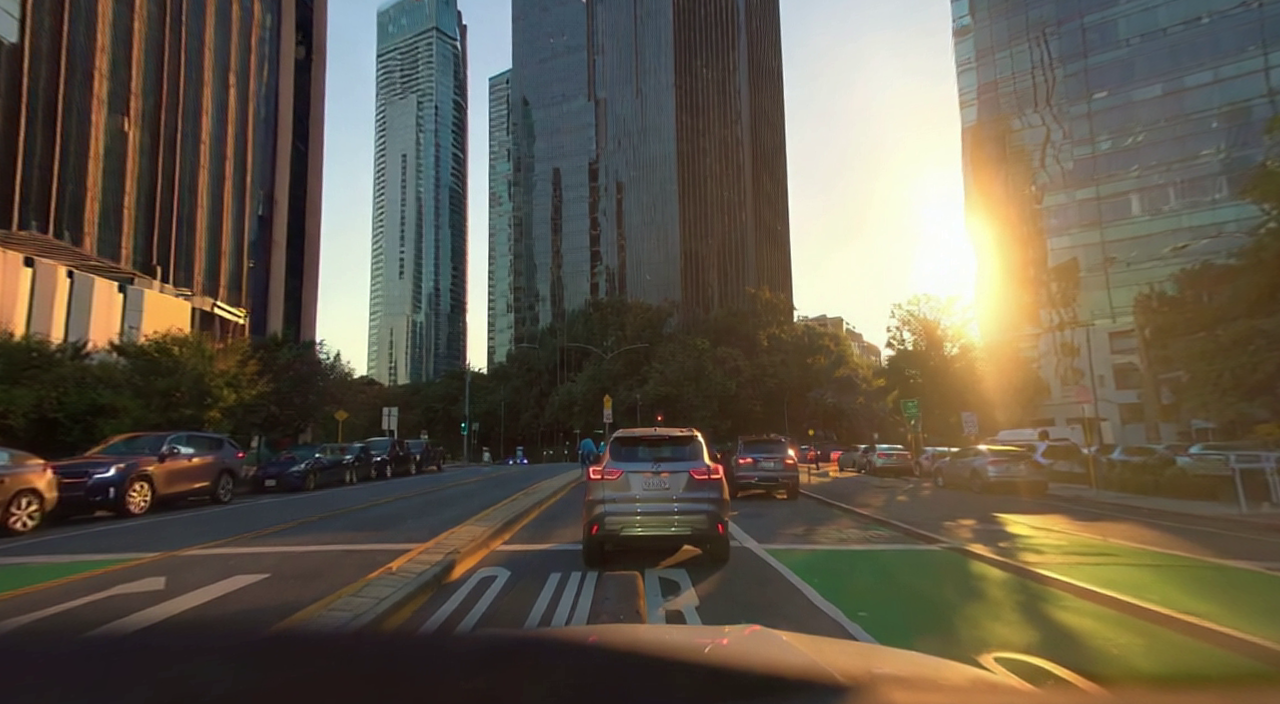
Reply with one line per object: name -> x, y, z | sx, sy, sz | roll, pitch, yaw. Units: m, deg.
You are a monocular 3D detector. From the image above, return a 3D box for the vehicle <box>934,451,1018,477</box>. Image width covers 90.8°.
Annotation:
vehicle -> 23.900, 7.924, 45.030 | 4.956, 1.706, 1.822 | -6, -10, 34

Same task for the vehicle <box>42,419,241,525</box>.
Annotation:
vehicle -> -10.321, 2.471, 13.459 | 1.543, 1.946, 3.454 | 1, -8, -5

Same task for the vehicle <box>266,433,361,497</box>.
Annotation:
vehicle -> -10.947, 3.779, 21.457 | 1.559, 1.973, 3.419 | 1, -8, -4

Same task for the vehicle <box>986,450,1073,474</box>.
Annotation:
vehicle -> 28.356, 7.997, 46.048 | 5.153, 1.626, 1.895 | -6, -10, 36

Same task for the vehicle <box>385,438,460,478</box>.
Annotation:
vehicle -> -11.648, 5.691, 34.355 | 2.338, 1.963, 5.740 | 0, -8, -3

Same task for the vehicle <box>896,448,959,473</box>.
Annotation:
vehicle -> 22.652, 8.529, 49.815 | 4.211, 1.820, 2.094 | -5, -10, 33

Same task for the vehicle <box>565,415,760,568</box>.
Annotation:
vehicle -> 0.305, 1.884, 9.264 | 2.192, 1.695, 4.142 | 0, -8, 2

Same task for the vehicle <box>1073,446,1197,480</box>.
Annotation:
vehicle -> 31.205, 6.976, 40.114 | 5.890, 1.996, 2.155 | -6, -10, 35

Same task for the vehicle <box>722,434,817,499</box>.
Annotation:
vehicle -> 3.881, 3.517, 19.857 | 2.143, 1.793, 4.763 | 0, -8, 3

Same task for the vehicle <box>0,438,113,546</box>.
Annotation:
vehicle -> -9.962, 1.947, 8.686 | 1.844, 1.524, 4.371 | 0, -8, -4
